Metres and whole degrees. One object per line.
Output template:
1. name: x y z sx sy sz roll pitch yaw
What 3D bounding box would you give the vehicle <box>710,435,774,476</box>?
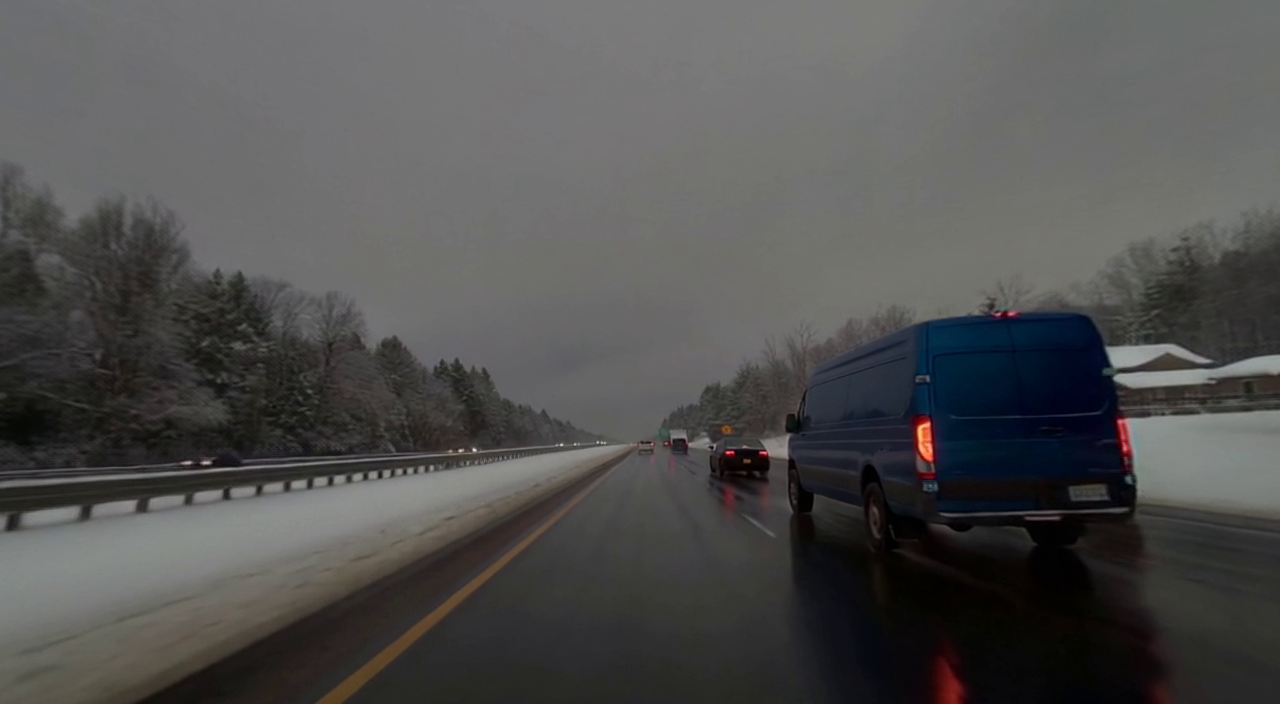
1. vehicle: 4.424 4.550 28.042 2.034 1.651 4.342 0 -8 -1

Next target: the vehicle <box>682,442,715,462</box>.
1. vehicle: 4.331 7.500 47.377 2.050 1.448 4.123 0 -8 -1

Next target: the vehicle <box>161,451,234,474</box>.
1. vehicle: -31.681 7.893 45.331 1.865 1.490 4.651 0 -8 1

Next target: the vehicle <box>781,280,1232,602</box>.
1. vehicle: 3.665 1.130 8.225 2.302 2.670 5.912 0 -8 1
